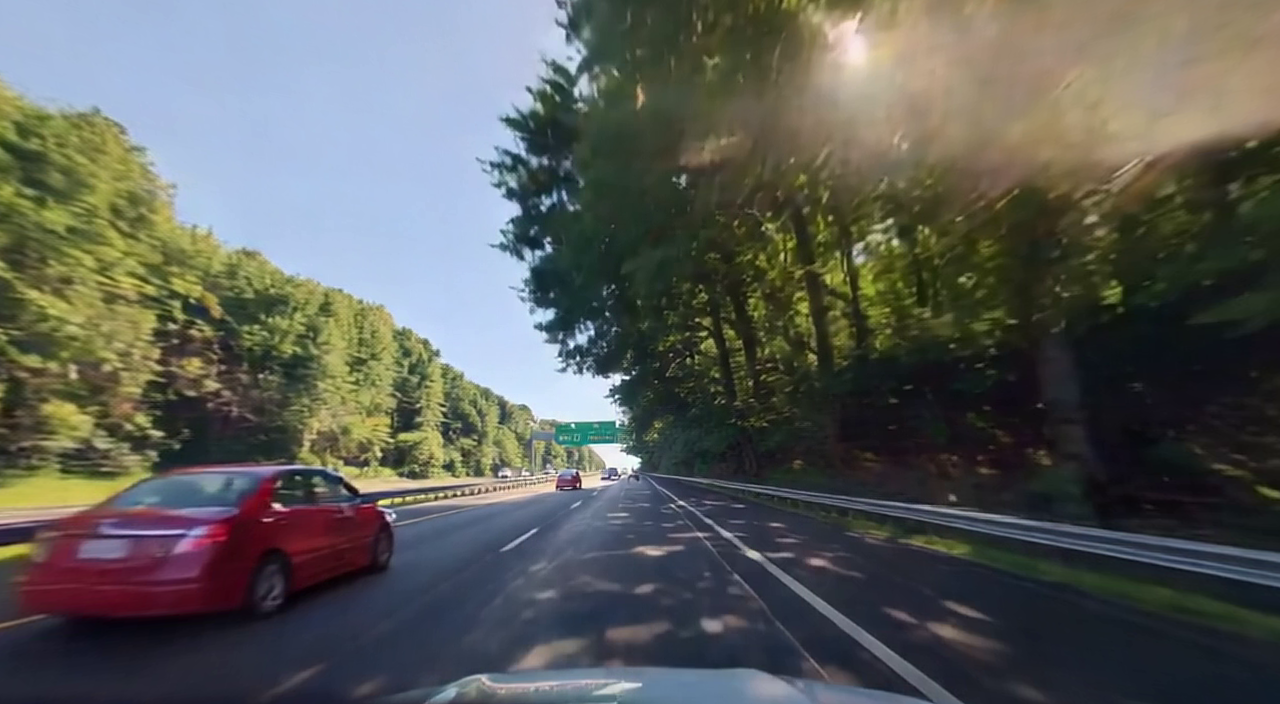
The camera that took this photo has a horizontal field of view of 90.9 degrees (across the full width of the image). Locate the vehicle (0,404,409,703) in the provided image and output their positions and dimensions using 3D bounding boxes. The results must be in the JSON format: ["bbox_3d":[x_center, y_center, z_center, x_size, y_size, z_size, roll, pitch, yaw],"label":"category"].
[{"bbox_3d":[-4.109,1.533,5.818,2.117,1.635,4.750,1,-11,0],"label":"vehicle"}]

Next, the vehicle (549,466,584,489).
[{"bbox_3d":[-5.069,8.743,43.958,1.995,1.467,4.467,1,-11,-1],"label":"vehicle"}]
